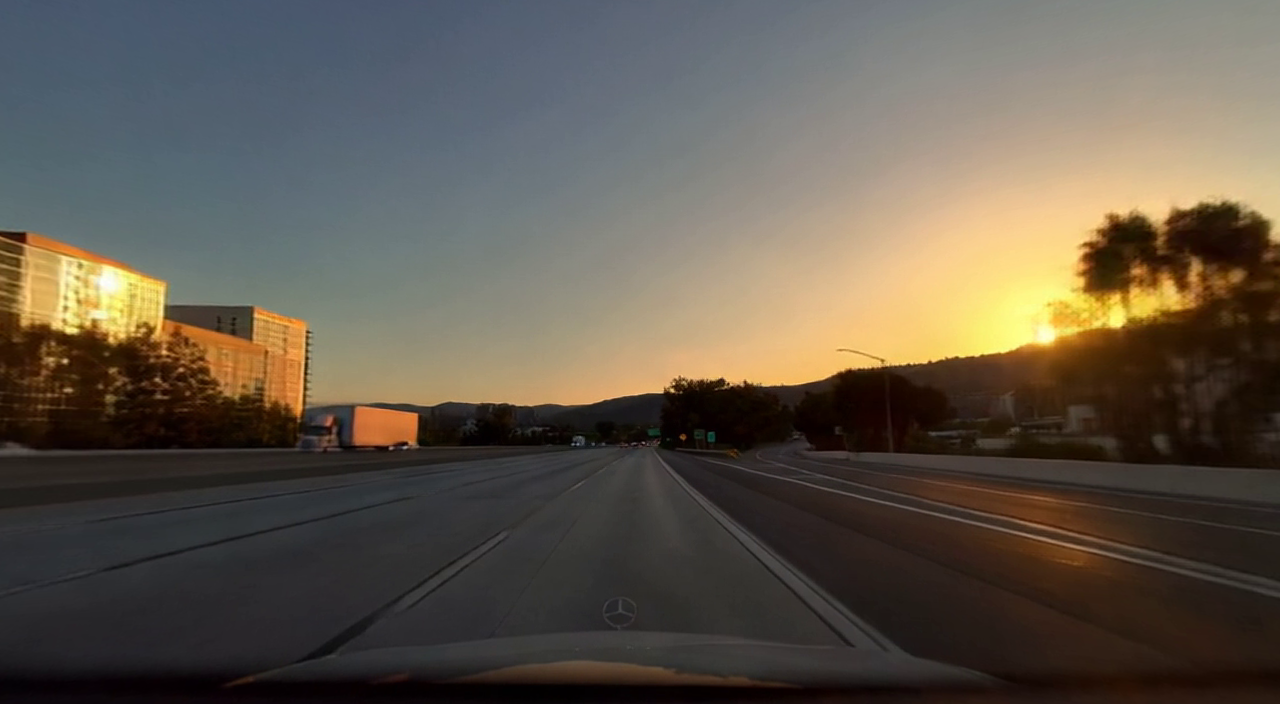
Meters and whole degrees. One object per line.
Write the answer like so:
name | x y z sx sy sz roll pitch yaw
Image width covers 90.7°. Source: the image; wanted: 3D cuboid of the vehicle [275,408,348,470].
vehicle | -19.710 5.262 38.159 2.714 3.543 2.793 0 -9 0
